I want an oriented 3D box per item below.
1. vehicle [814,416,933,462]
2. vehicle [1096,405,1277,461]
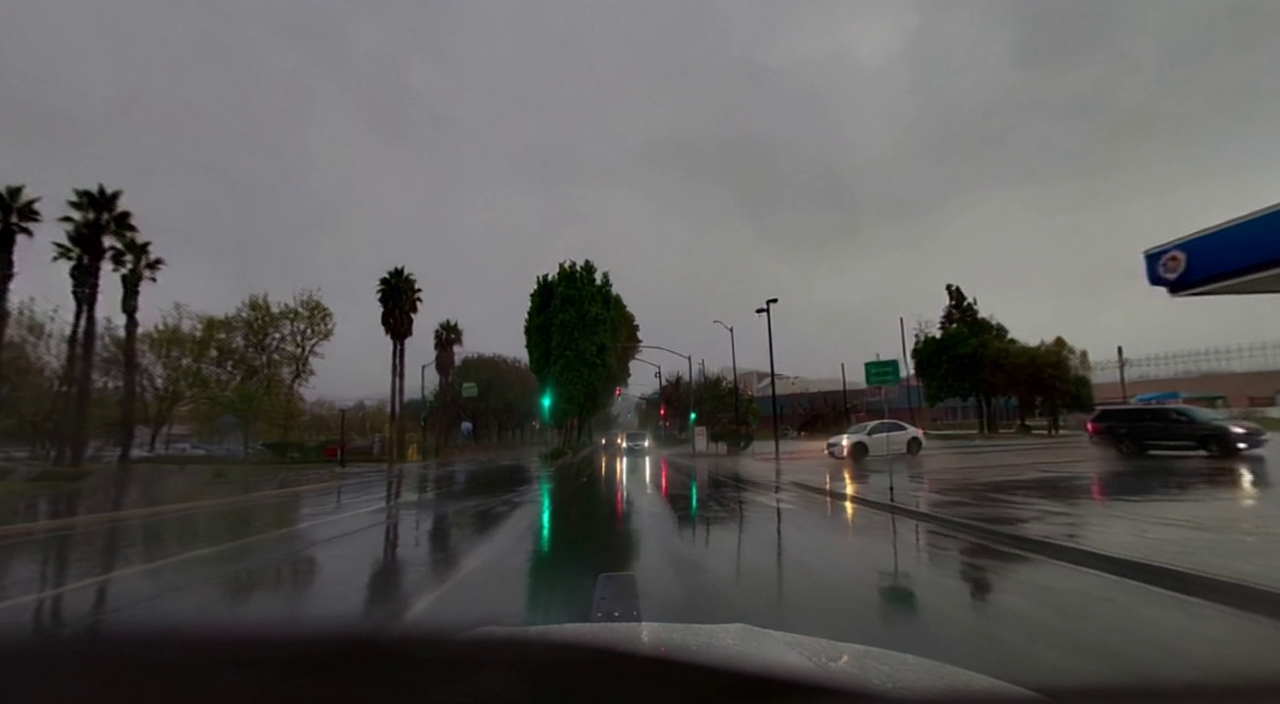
[{"bbox_3d":[11.697,4.369,31.453,6.059,2.082,2.703,7,-11,-38],"label":"vehicle"},{"bbox_3d":[18.441,2.761,21.483,4.389,1.803,1.849,0,-8,-1],"label":"vehicle"}]
